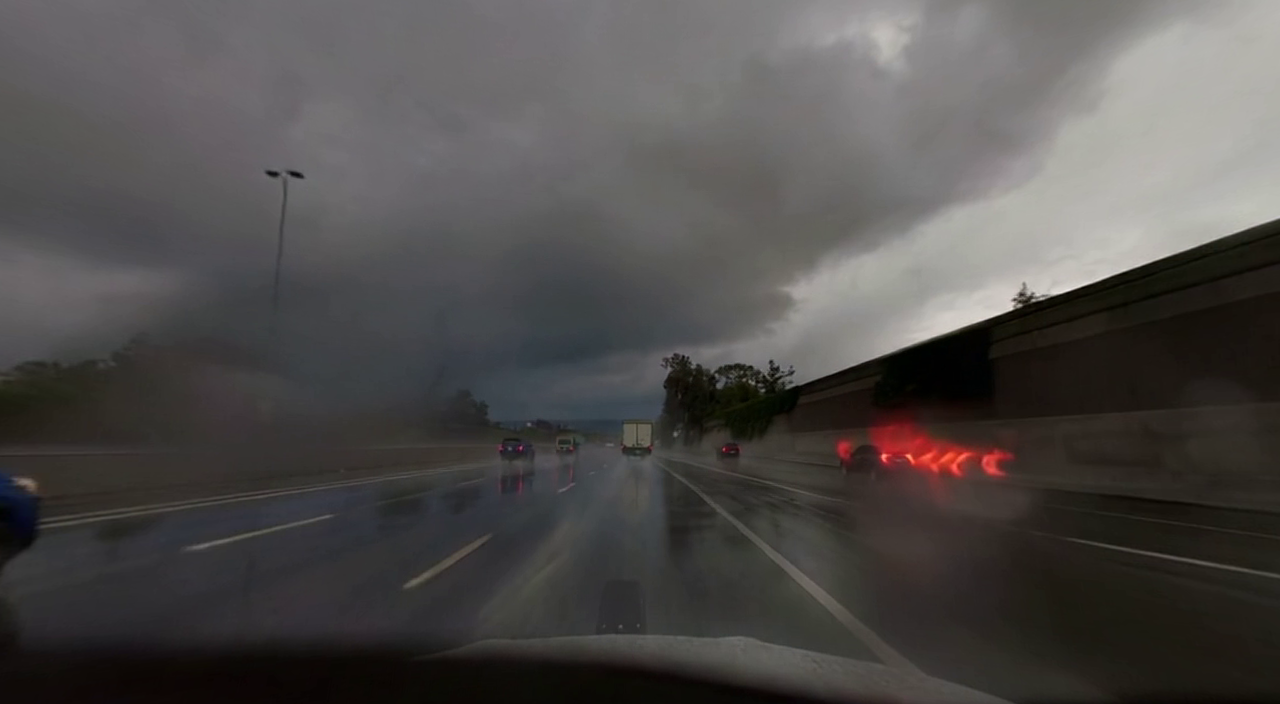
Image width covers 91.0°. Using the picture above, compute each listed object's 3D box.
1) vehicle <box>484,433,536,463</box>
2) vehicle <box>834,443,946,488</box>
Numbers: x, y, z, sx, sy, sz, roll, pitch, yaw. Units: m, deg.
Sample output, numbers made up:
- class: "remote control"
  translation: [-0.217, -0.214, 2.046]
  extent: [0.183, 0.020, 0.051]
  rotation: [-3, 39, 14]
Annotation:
- class: "vehicle"
  translation: [-9.909, 7.403, 48.636]
  extent: [2.571, 2.169, 6.443]
  rotation: [0, -9, 1]
- class: "vehicle"
  translation: [9.278, 4.238, 23.865]
  extent: [2.075, 1.510, 4.569]
  rotation: [1, -9, -5]
